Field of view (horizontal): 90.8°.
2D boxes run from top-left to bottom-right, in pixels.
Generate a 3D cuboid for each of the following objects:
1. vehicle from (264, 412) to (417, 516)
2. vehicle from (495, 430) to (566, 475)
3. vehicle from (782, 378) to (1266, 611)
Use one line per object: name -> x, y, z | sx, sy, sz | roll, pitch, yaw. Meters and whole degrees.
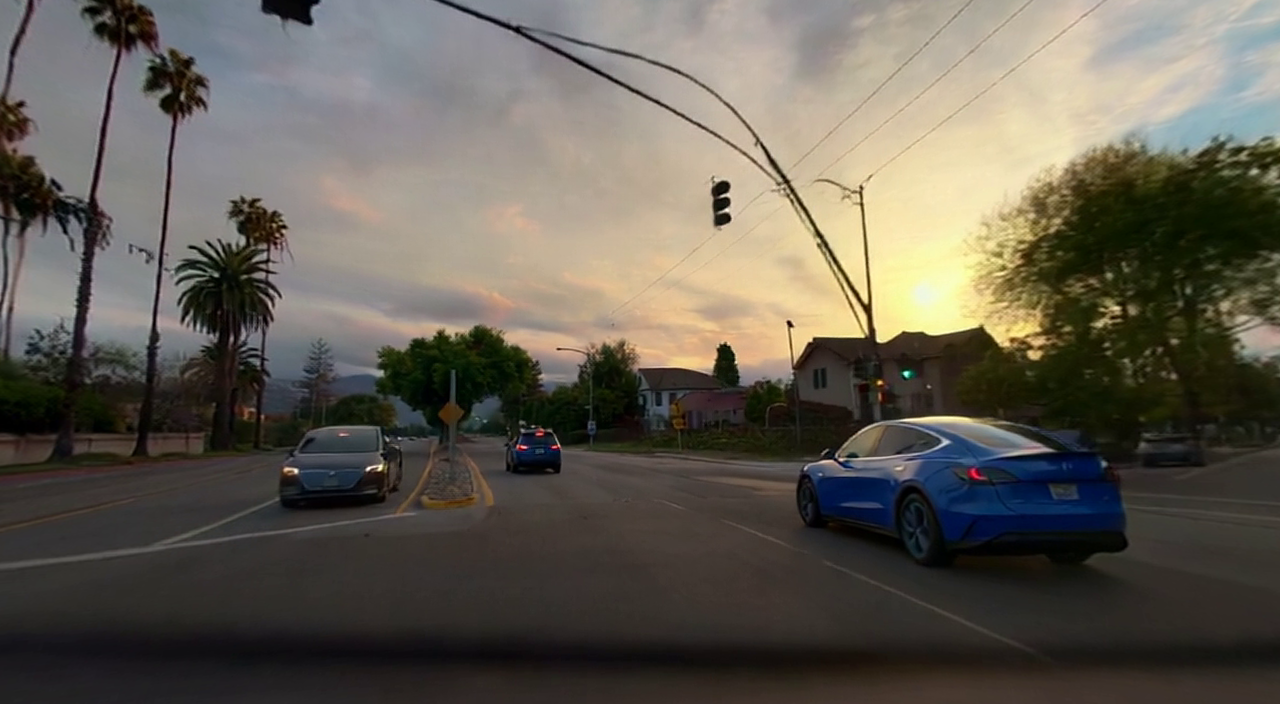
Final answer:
vehicle -> -6.536, 2.480, 14.549 | 2.283, 1.878, 5.384 | 2, -9, -16
vehicle -> -4.682, 4.171, 26.465 | 2.341, 1.709, 4.466 | 2, -9, -17
vehicle -> 3.673, 1.493, 7.640 | 2.205, 1.803, 5.135 | 1, -8, -6
